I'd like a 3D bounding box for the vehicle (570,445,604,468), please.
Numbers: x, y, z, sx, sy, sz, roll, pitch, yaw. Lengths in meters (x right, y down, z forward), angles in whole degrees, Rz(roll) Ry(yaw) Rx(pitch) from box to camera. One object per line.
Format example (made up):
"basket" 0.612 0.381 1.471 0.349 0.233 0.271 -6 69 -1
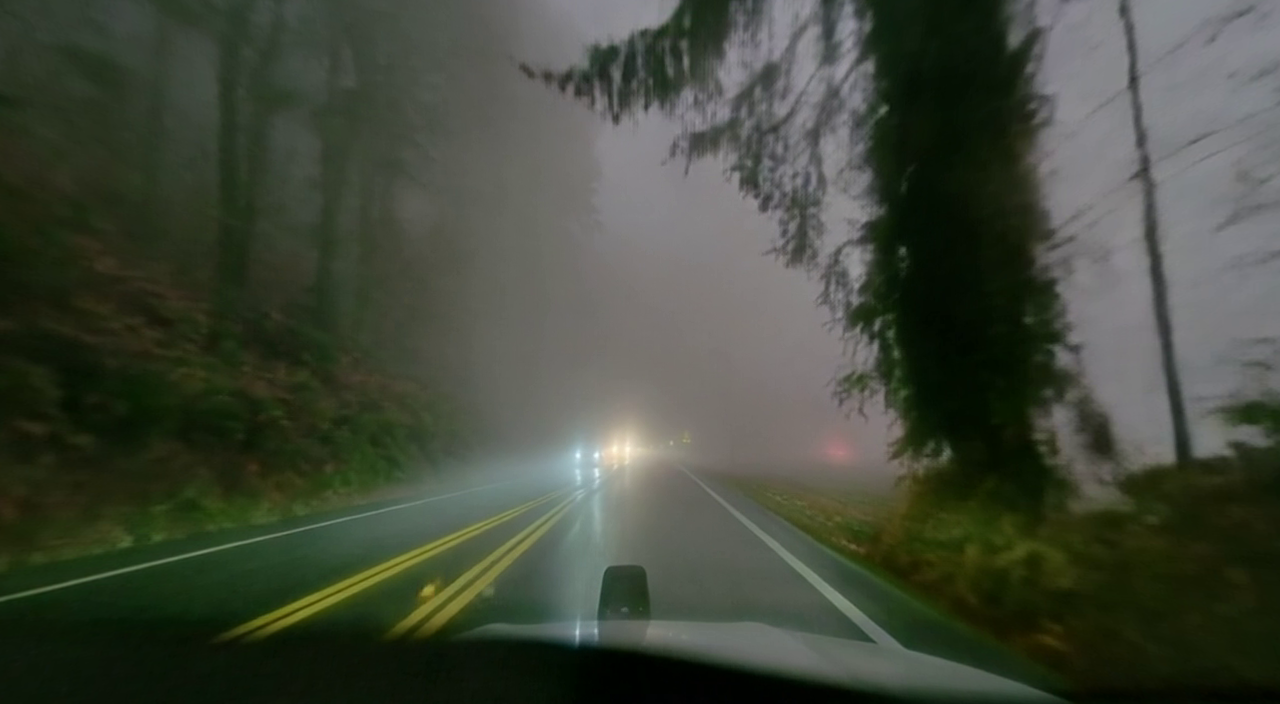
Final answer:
"vehicle" -3.562 7.076 42.946 1.816 1.473 3.689 0 -8 2
